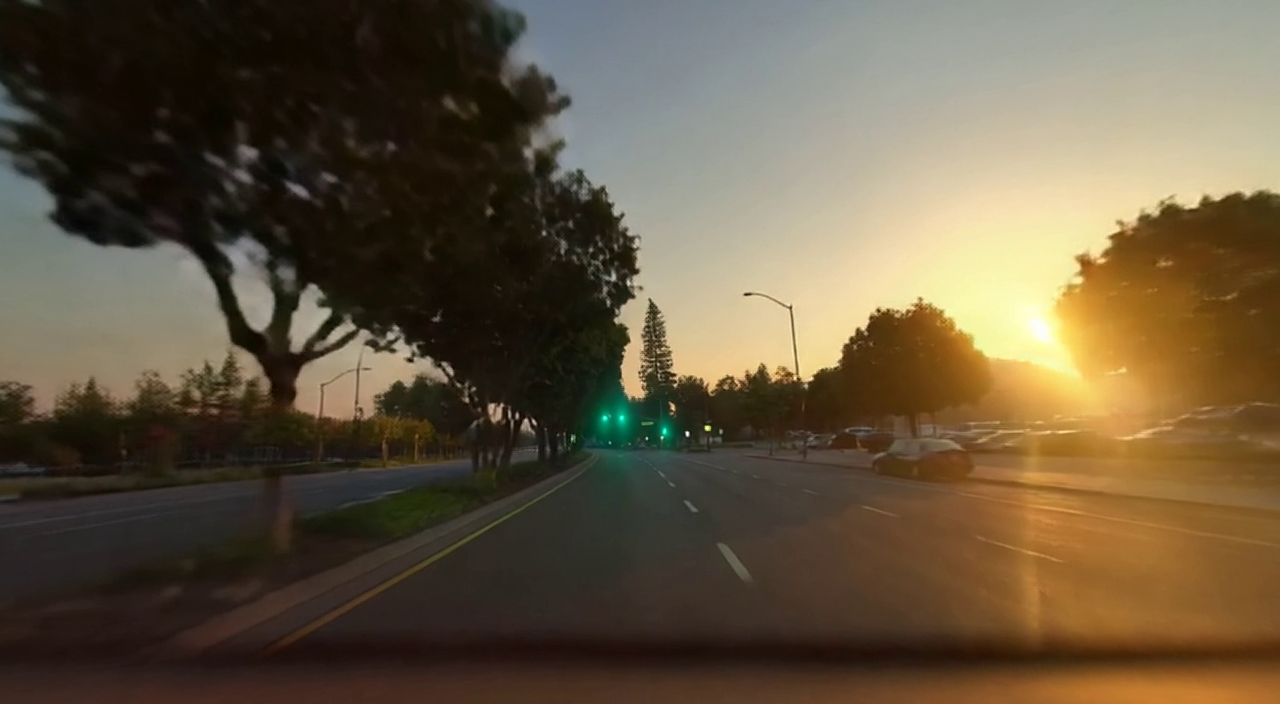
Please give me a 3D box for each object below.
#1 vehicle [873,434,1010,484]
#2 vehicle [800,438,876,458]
[{"bbox_3d":[10.510,3.759,22.548,2.034,1.551,5.228,1,-8,-4],"label":"vehicle"},{"bbox_3d":[14.745,7.160,47.116,4.982,1.441,1.951,0,-8,-3],"label":"vehicle"}]
